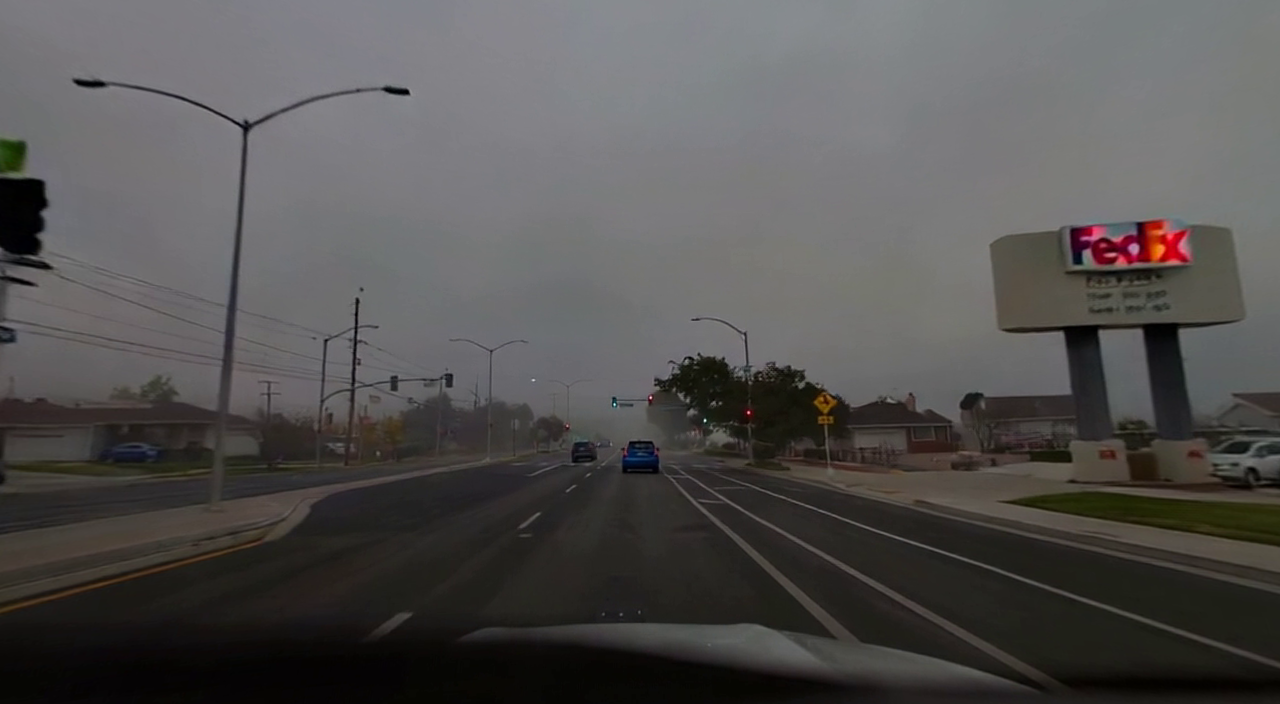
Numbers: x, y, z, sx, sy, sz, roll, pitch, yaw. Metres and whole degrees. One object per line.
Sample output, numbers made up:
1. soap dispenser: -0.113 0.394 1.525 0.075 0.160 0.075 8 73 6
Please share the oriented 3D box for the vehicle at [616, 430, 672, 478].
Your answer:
1. vehicle: 0.128 4.553 28.381 2.273 1.909 5.075 0 -9 -1
